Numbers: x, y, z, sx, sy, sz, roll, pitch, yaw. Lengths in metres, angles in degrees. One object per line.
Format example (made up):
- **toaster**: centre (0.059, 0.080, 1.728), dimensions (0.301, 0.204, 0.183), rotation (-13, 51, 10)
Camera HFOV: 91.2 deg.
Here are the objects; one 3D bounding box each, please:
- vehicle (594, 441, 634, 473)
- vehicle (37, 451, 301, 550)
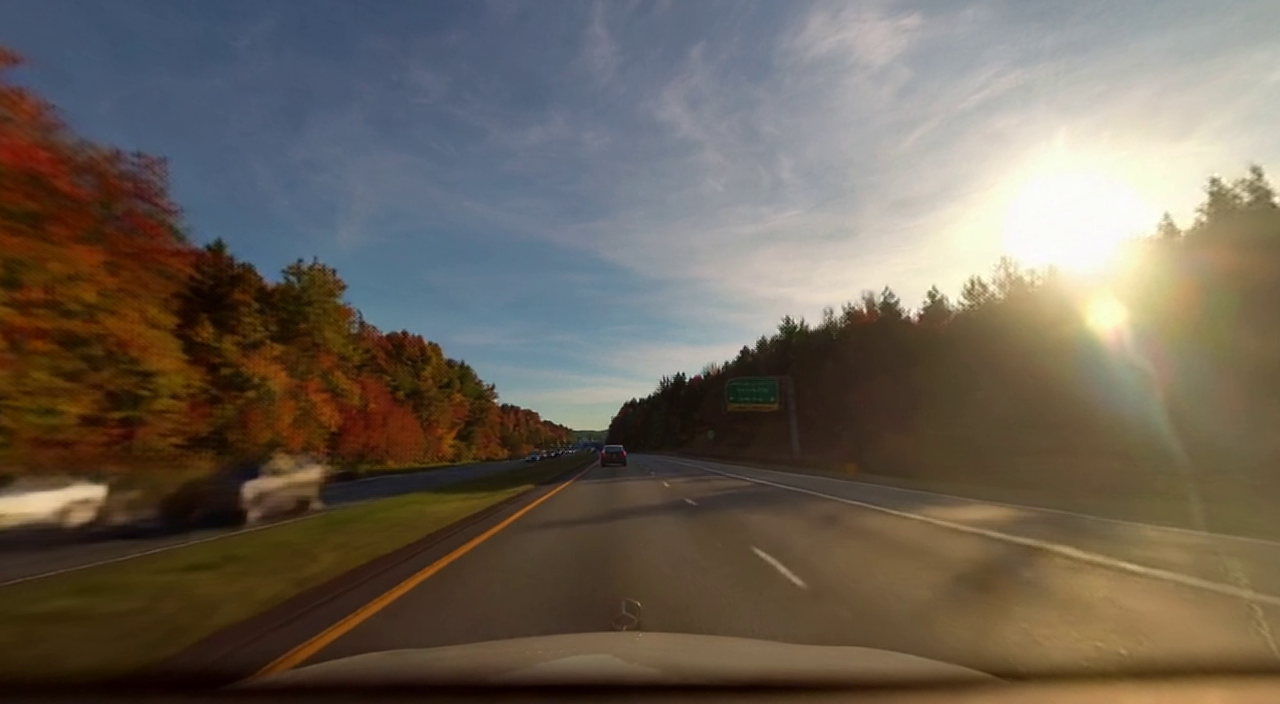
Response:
- **vehicle**: centre (-1.498, 6.032, 36.218), dimensions (2.168, 1.705, 4.272), rotation (0, -9, -2)
- **vehicle**: centre (-9.251, 2.889, 12.949), dimensions (2.076, 1.635, 4.399), rotation (0, -9, -2)
